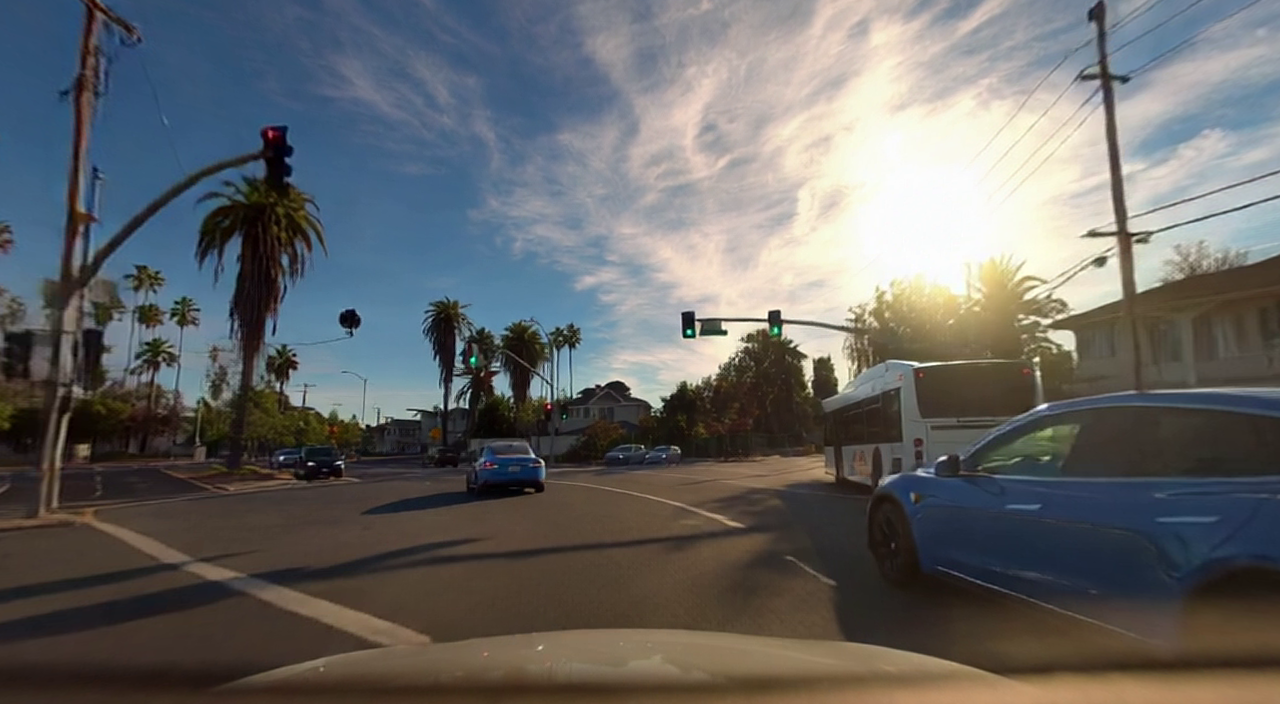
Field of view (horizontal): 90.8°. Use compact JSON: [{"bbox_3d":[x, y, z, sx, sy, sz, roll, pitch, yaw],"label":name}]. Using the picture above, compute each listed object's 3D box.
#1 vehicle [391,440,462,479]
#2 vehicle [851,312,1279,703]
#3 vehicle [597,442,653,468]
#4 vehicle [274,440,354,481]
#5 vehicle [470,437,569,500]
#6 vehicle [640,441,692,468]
[{"bbox_3d":[-11.443,5.655,33.644,2.272,1.891,4.562,6,-10,-36],"label":"vehicle"},{"bbox_3d":[3.319,0.967,3.641,2.205,1.803,5.135,0,-8,-3],"label":"vehicle"},{"bbox_3d":[-0.990,7.554,45.855,2.290,1.688,5.224,-5,-11,19],"label":"vehicle"},{"bbox_3d":[-16.689,5.470,32.210,2.283,1.878,5.384,7,-11,-40],"label":"vehicle"},{"bbox_3d":[-3.949,3.621,20.125,2.341,1.709,4.466,3,-9,-20],"label":"vehicle"},{"bbox_3d":[1.862,6.988,43.181,2.122,1.730,5.138,-3,-9,20],"label":"vehicle"}]
